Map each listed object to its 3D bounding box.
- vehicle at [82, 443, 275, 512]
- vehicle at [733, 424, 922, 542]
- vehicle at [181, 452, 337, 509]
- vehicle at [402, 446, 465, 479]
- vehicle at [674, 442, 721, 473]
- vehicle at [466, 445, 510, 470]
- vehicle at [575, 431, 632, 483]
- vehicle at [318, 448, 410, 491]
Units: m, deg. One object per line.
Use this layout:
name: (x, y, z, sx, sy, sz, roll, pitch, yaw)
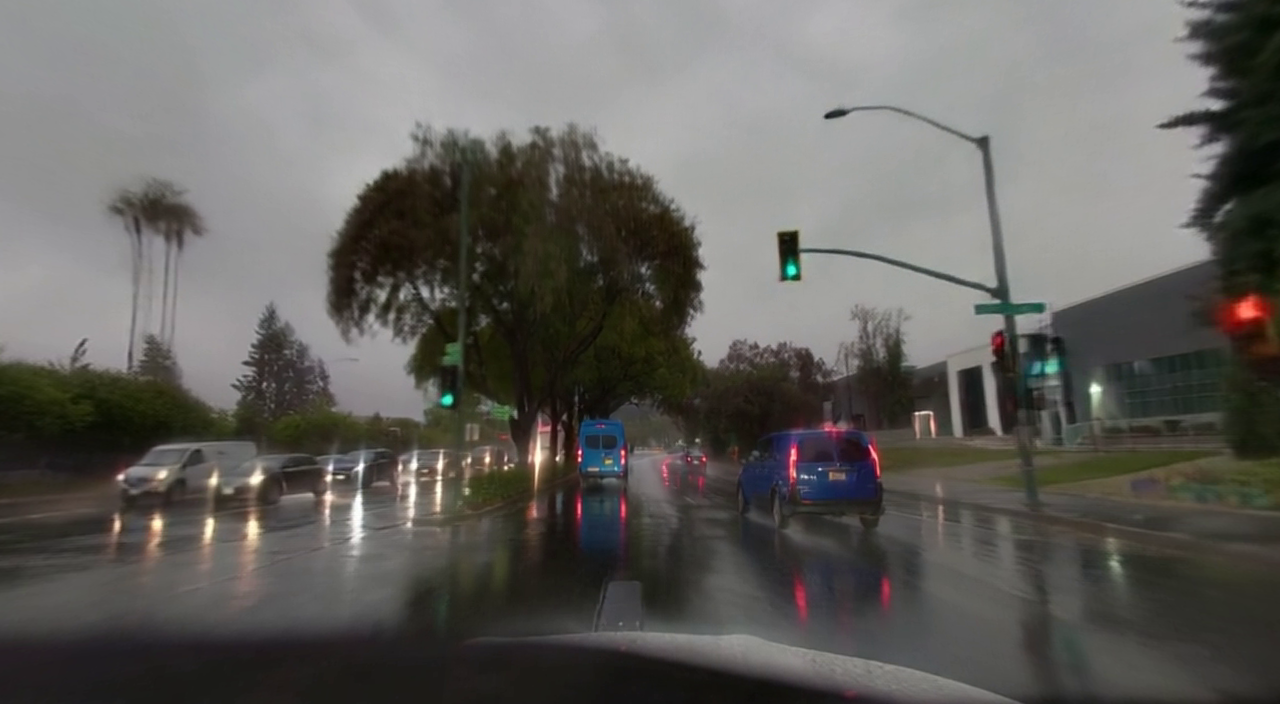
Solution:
vehicle: (-15.249, 4.116, 21.495, 2.299, 2.015, 5.743, 0, -8, -2)
vehicle: (3.014, 2.194, 11.230, 1.965, 1.671, 4.146, 0, -8, -2)
vehicle: (-11.449, 3.847, 19.463, 2.128, 1.496, 4.432, 0, -8, -2)
vehicle: (-11.138, 5.943, 34.331, 1.988, 1.689, 4.047, 0, -8, 1)
vehicle: (3.229, 6.036, 36.413, 2.248, 1.692, 4.252, 0, -8, -1)
vehicle: (-11.355, 7.871, 47.414, 2.091, 1.806, 4.859, 0, -8, 0)
vehicle: (-1.479, 4.499, 27.411, 2.228, 2.054, 4.309, 0, -8, 0)
vehicle: (-11.405, 4.831, 26.432, 1.956, 1.625, 4.123, 0, -8, 0)
